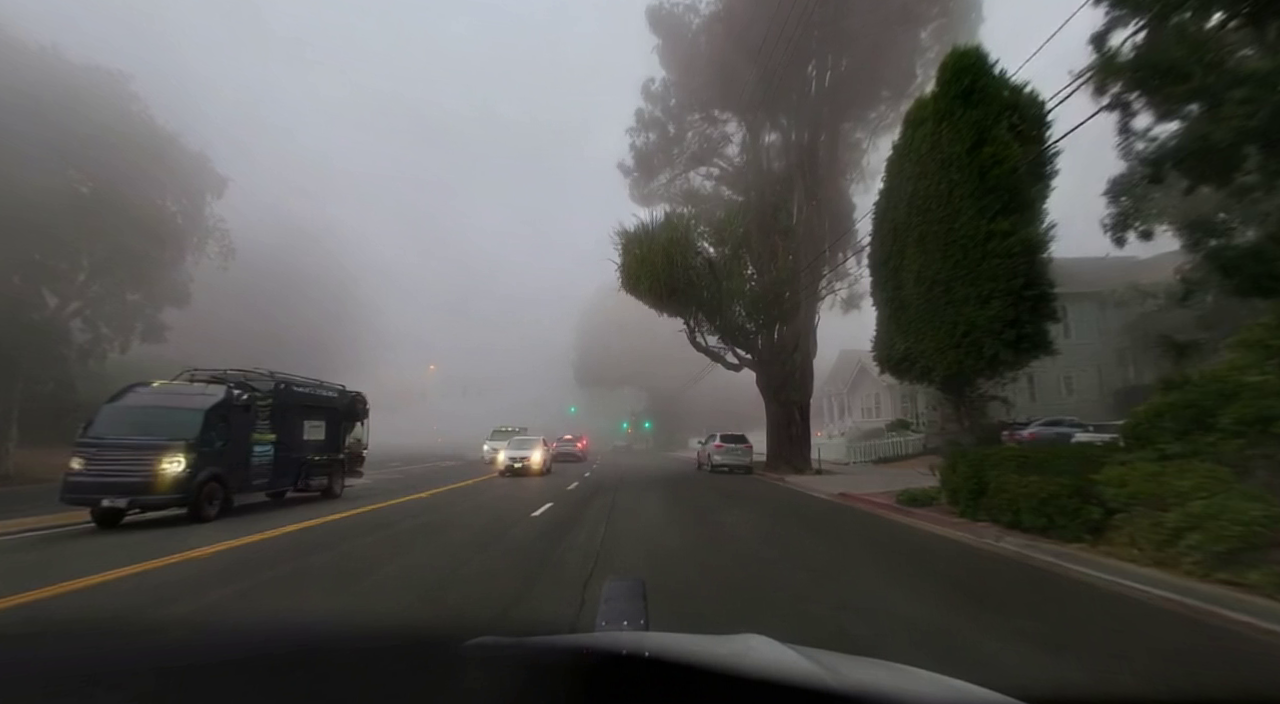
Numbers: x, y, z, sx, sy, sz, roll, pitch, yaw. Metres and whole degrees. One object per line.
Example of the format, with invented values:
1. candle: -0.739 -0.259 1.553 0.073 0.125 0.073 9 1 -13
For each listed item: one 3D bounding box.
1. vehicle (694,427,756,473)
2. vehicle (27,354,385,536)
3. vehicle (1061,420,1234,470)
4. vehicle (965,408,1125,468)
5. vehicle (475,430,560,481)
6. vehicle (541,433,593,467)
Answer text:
1. vehicle: 3.461 4.054 26.367 1.801 1.746 4.325 0 -8 -2
2. vehicle: -7.012 1.651 11.501 2.155 2.399 6.101 -1 -8 0
3. vehicle: 16.353 2.970 20.375 4.537 1.484 1.922 2 -8 -15
4. vehicle: 14.853 3.134 23.185 4.864 2.000 2.353 2 -8 -20
5. vehicle: -4.092 3.526 21.840 2.051 1.572 4.207 -1 -8 1
6. vehicle: -3.825 5.220 33.845 2.181 1.636 4.504 -1 -8 0
